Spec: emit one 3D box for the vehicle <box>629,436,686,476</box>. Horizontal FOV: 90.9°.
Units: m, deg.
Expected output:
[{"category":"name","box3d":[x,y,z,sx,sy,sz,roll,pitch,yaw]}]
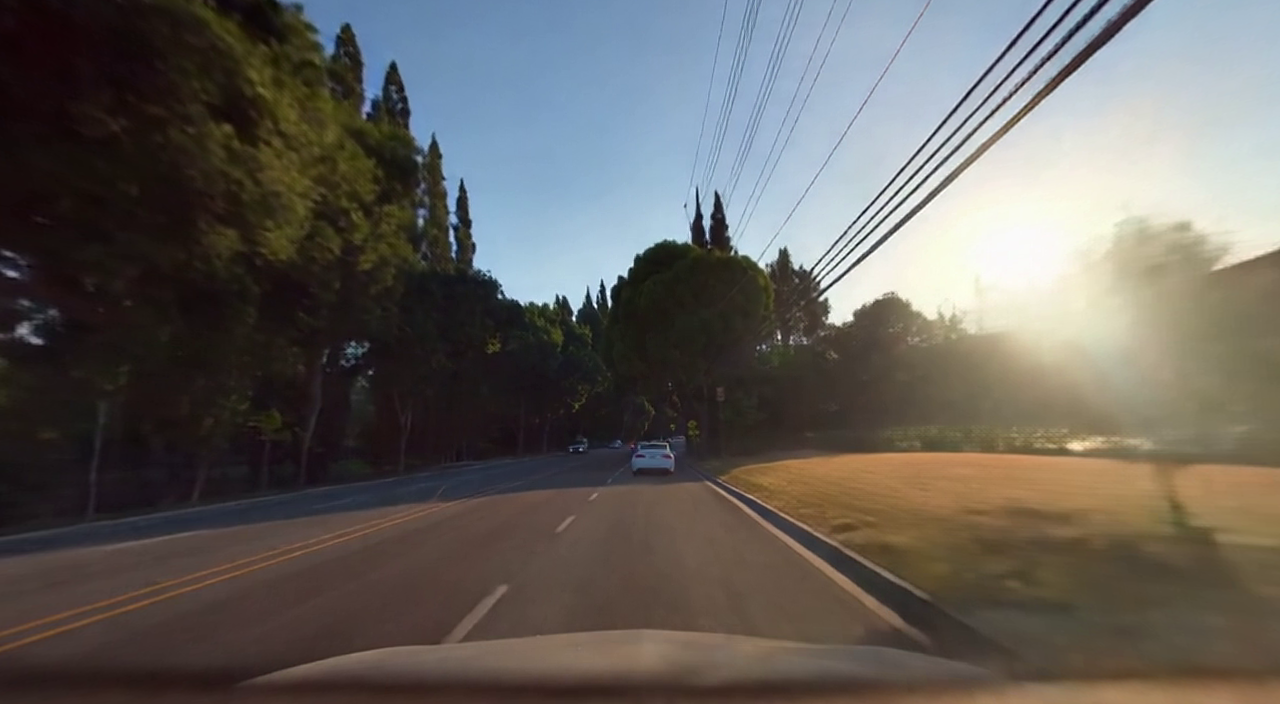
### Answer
[{"category":"vehicle","box3d":[0.691,4.239,25.860,2.153,1.461,4.374,0,-8,1]}]
